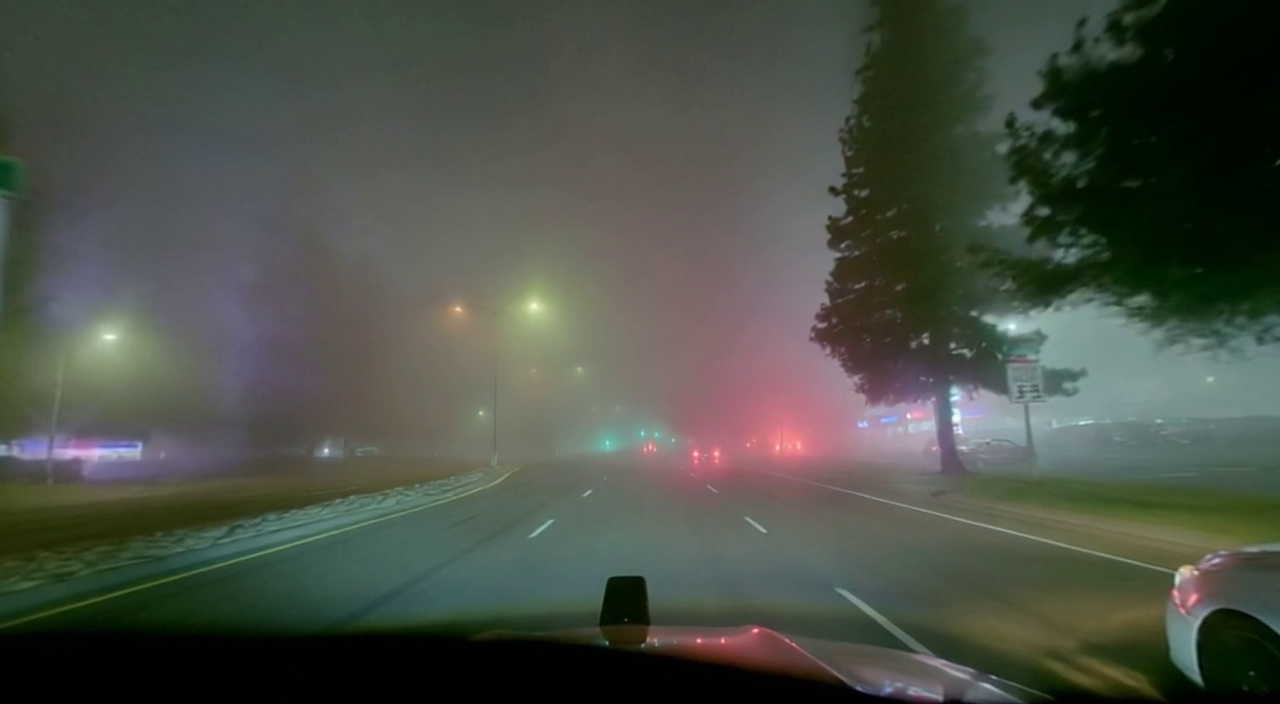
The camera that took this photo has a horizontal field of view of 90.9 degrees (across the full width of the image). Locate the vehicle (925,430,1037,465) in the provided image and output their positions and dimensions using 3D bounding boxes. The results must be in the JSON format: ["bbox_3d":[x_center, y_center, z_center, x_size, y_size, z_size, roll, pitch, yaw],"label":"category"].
[{"bbox_3d":[17.442,4.911,32.435,4.475,1.739,2.151,0,-8,-1],"label":"vehicle"}]

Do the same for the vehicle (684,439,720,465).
[{"bbox_3d":[4.269,6.936,43.921,2.007,1.683,4.171,0,-8,-1],"label":"vehicle"}]

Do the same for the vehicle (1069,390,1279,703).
[{"bbox_3d":[3.518,0.741,1.265,1.995,1.528,4.732,0,-8,0],"label":"vehicle"}]
